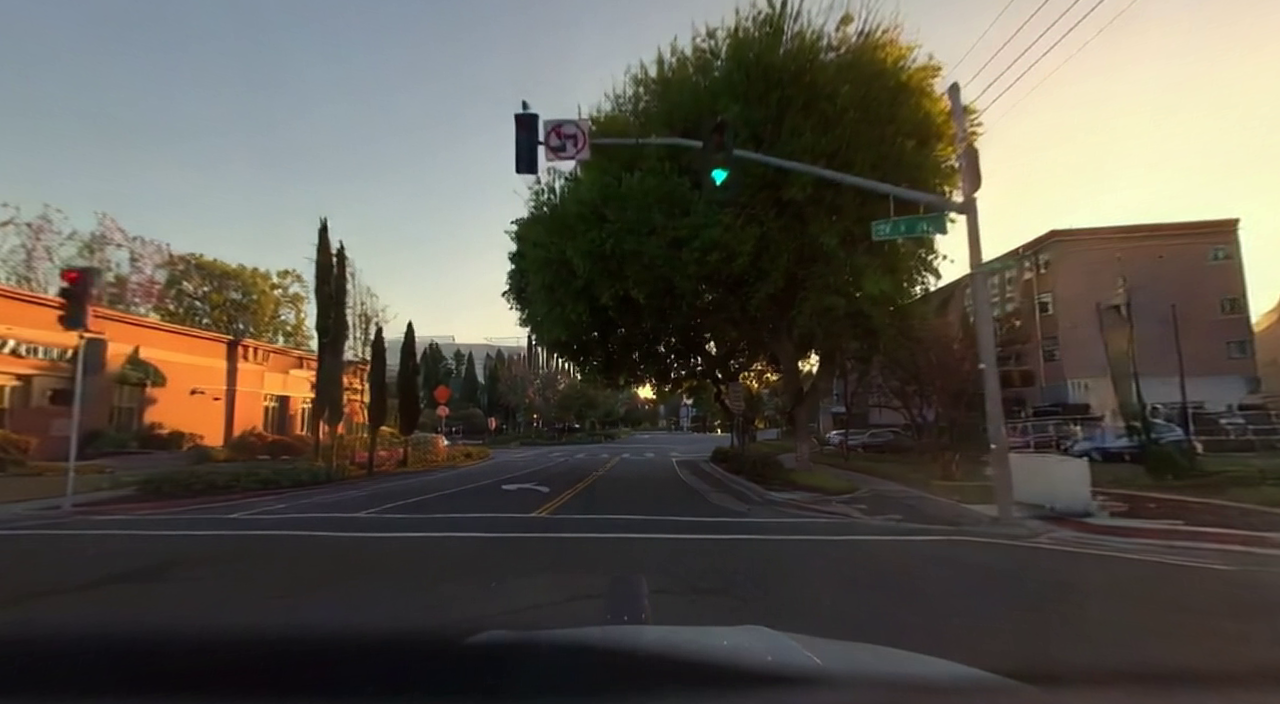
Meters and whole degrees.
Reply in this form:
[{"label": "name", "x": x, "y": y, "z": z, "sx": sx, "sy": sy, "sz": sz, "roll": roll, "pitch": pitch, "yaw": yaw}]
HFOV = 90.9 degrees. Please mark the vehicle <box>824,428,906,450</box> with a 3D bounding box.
[{"label": "vehicle", "x": 14.832, "y": 5.764, "z": 41.749, "sx": 4.693, "sy": 1.437, "sz": 1.799, "roll": 0, "pitch": -8, "yaw": 3}]
